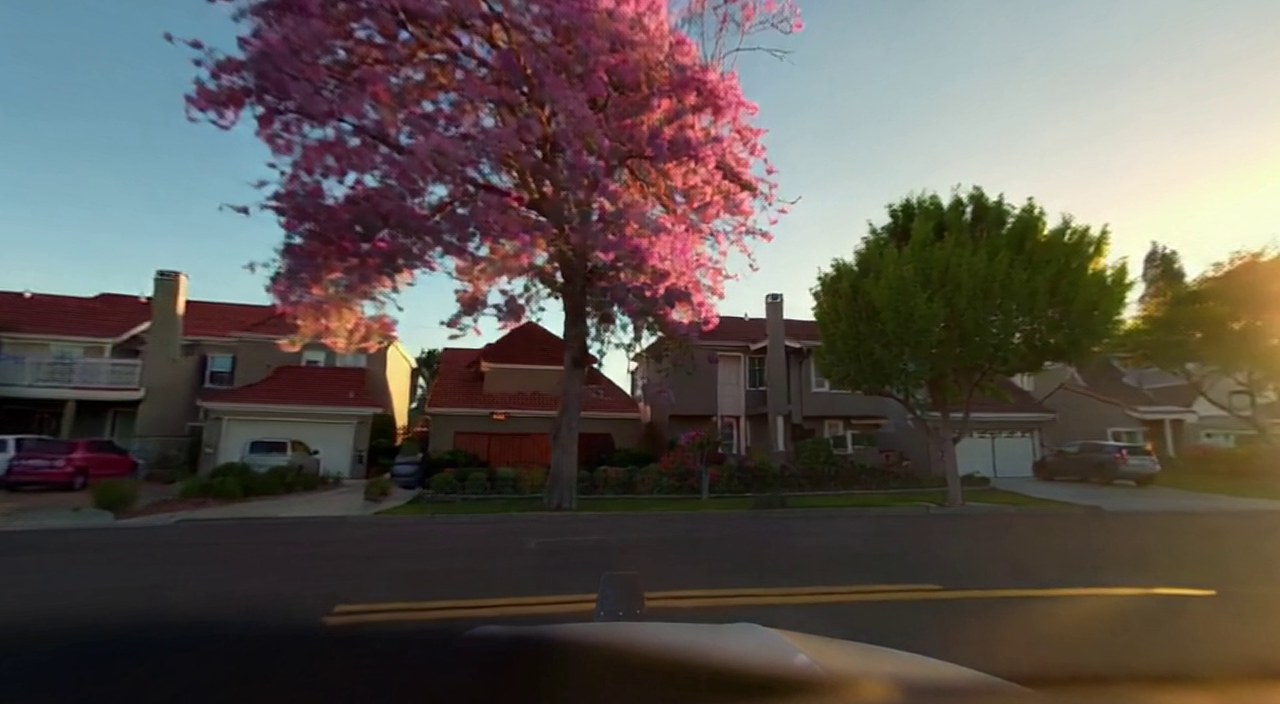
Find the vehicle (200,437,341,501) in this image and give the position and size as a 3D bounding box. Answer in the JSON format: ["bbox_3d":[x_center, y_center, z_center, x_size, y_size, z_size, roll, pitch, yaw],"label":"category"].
[{"bbox_3d":[-9.950,3.152,17.424,1.968,1.491,4.486,1,-9,-12],"label":"vehicle"}]
